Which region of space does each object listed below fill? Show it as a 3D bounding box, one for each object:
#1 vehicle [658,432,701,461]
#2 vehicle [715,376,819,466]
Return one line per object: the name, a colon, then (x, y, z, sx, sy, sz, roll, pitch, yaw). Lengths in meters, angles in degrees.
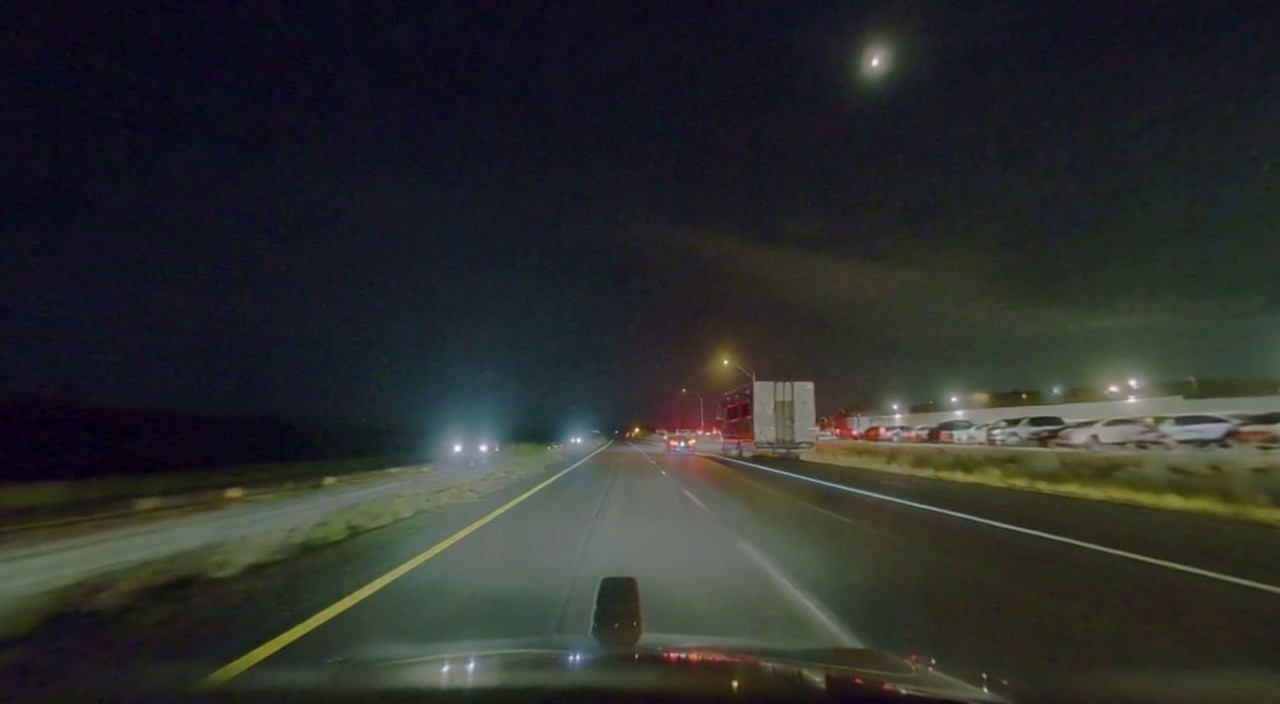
vehicle: (2.150, 5.344, 35.708, 2.037, 1.504, 4.248, 0, -8, -2)
vehicle: (6.692, 4.083, 35.969, 2.937, 4.119, 14.096, 0, -8, 0)
